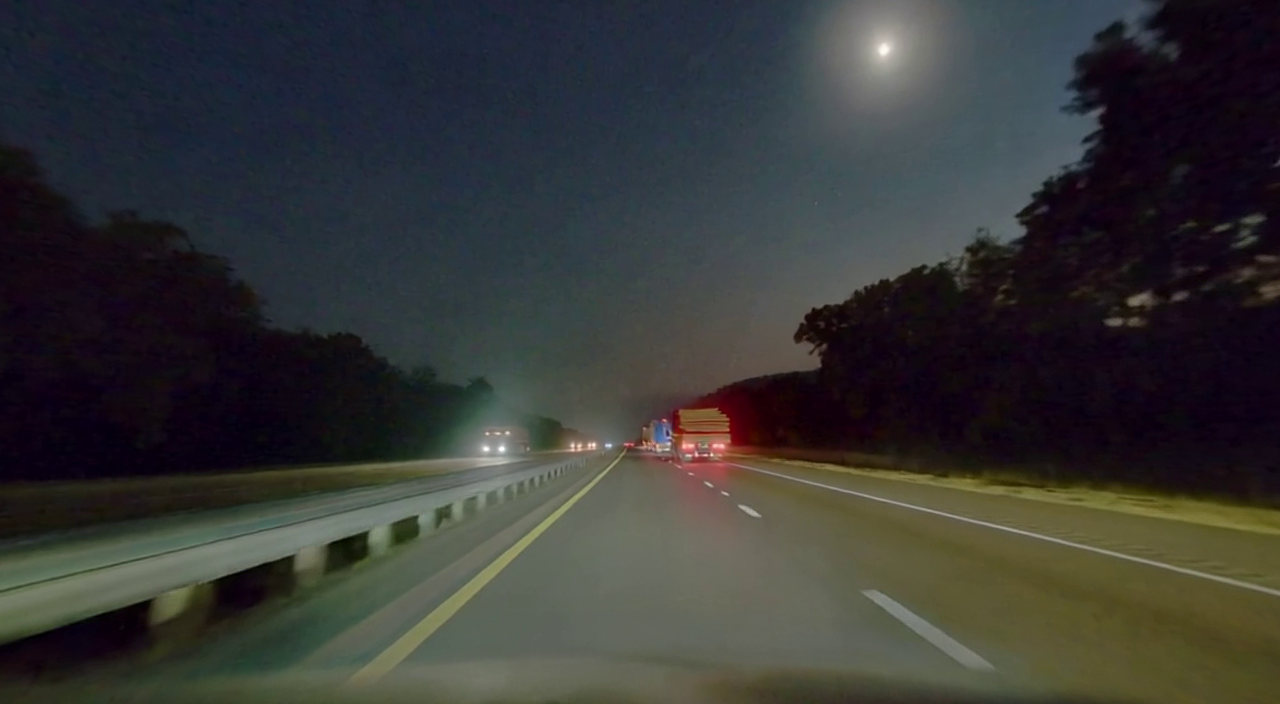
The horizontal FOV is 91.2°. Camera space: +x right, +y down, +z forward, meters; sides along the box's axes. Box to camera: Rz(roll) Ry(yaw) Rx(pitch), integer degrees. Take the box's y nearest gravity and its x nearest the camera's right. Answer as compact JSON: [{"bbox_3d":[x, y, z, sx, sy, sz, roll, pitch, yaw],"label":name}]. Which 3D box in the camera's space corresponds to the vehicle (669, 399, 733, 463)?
[{"bbox_3d":[3.942,5.720,44.339,3.278,3.788,13.133,0,-8,0],"label":"vehicle"}]
